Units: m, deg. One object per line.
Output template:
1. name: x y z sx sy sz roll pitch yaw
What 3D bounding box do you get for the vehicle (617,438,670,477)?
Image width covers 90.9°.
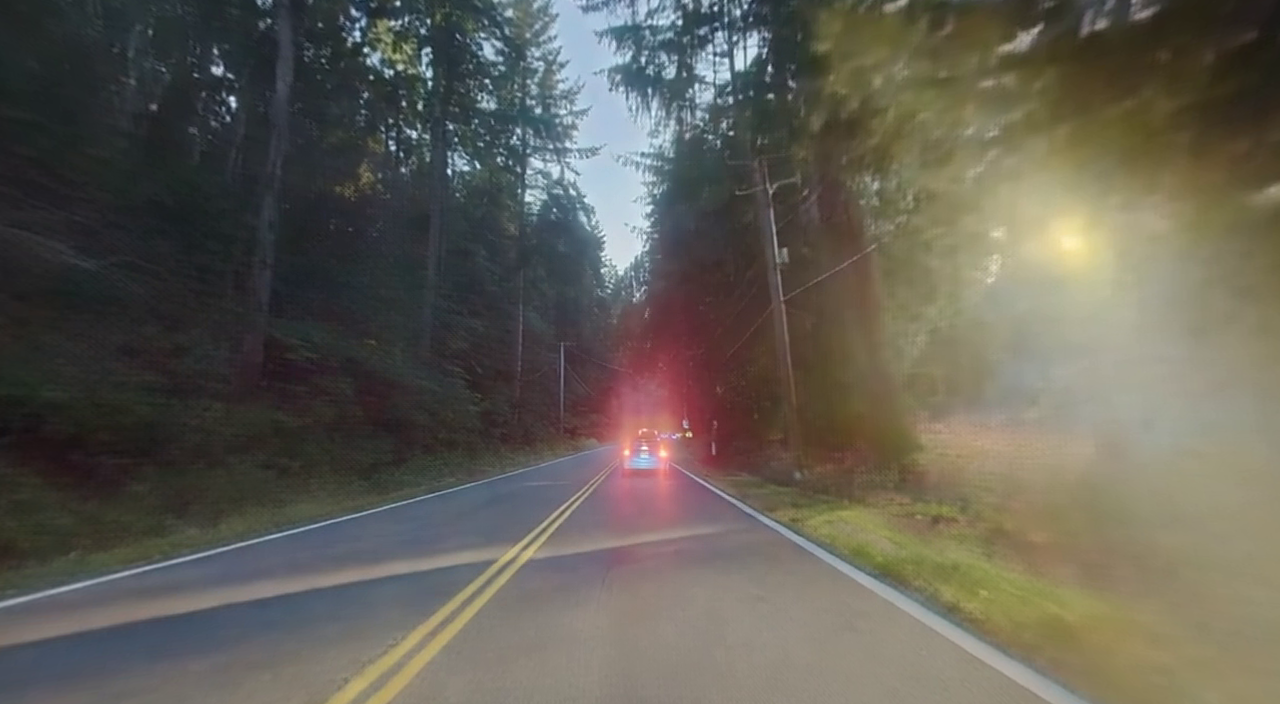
1. vehicle: 0.108 4.451 26.744 2.081 1.503 3.726 0 -8 -1
